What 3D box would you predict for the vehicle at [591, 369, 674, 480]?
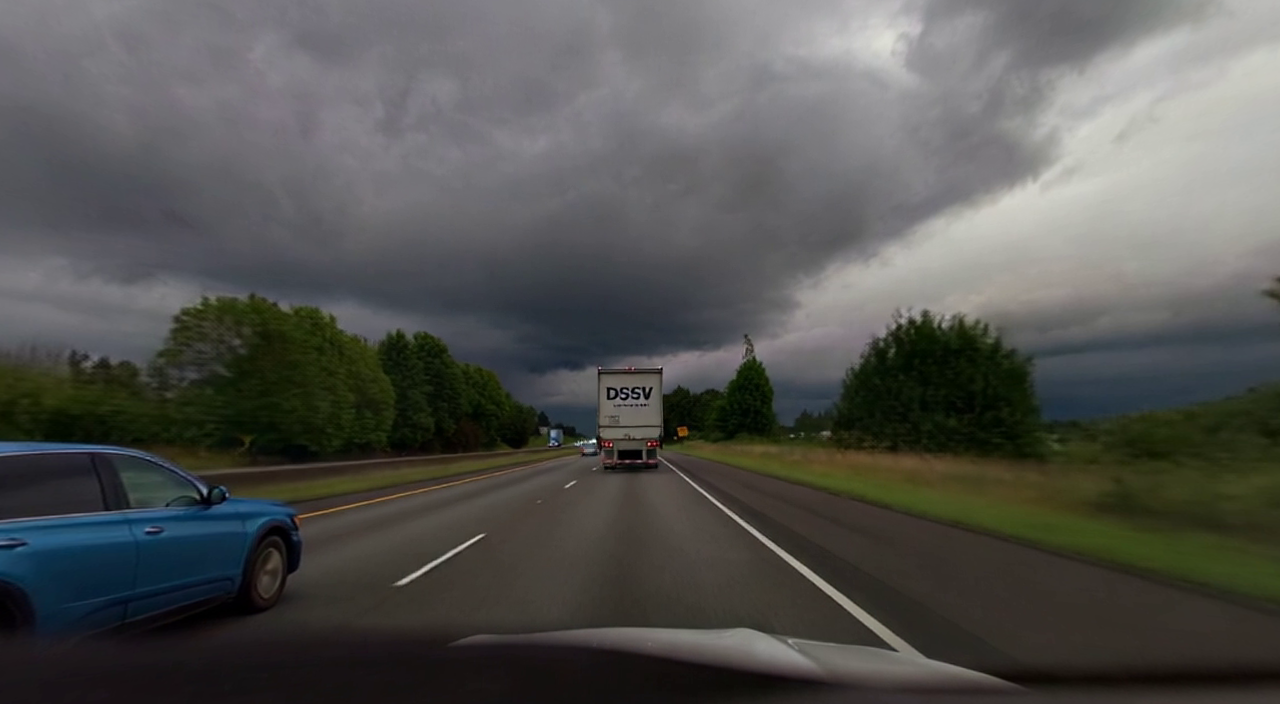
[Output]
[{"bbox_3d":[-0.396,3.313,27.762,2.969,3.957,10.270,0,-8,-1],"label":"vehicle"}]
